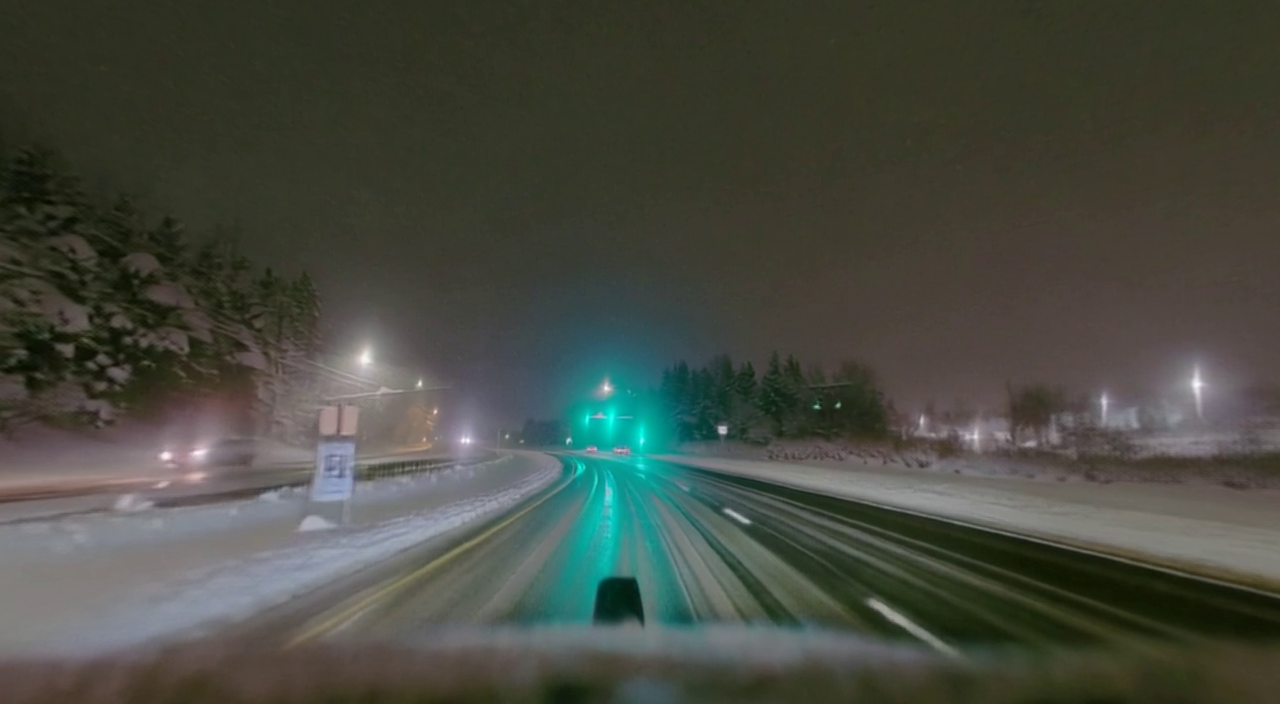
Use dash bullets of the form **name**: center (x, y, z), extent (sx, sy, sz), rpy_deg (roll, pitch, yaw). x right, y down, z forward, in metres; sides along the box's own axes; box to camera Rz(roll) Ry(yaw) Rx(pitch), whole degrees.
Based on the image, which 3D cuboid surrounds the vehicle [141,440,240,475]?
- **vehicle**: center (-22.525, 5.270, 31.900), extent (1.895, 1.604, 4.349), rpy_deg (1, -8, -3)
